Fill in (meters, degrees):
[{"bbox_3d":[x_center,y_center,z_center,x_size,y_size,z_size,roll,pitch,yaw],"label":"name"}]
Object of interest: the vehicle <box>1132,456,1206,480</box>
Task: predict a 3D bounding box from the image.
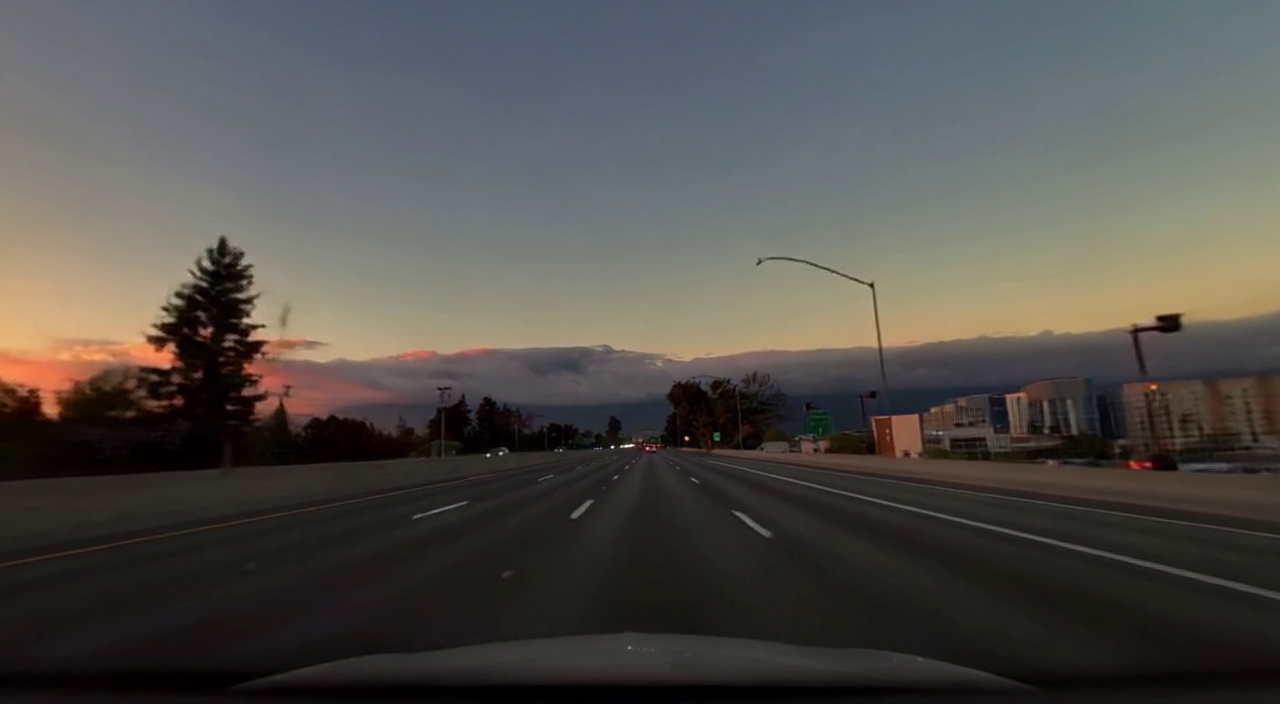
[{"bbox_3d":[39.674,8.666,47.340,3.862,1.573,1.823,-2,-9,-3],"label":"vehicle"}]
